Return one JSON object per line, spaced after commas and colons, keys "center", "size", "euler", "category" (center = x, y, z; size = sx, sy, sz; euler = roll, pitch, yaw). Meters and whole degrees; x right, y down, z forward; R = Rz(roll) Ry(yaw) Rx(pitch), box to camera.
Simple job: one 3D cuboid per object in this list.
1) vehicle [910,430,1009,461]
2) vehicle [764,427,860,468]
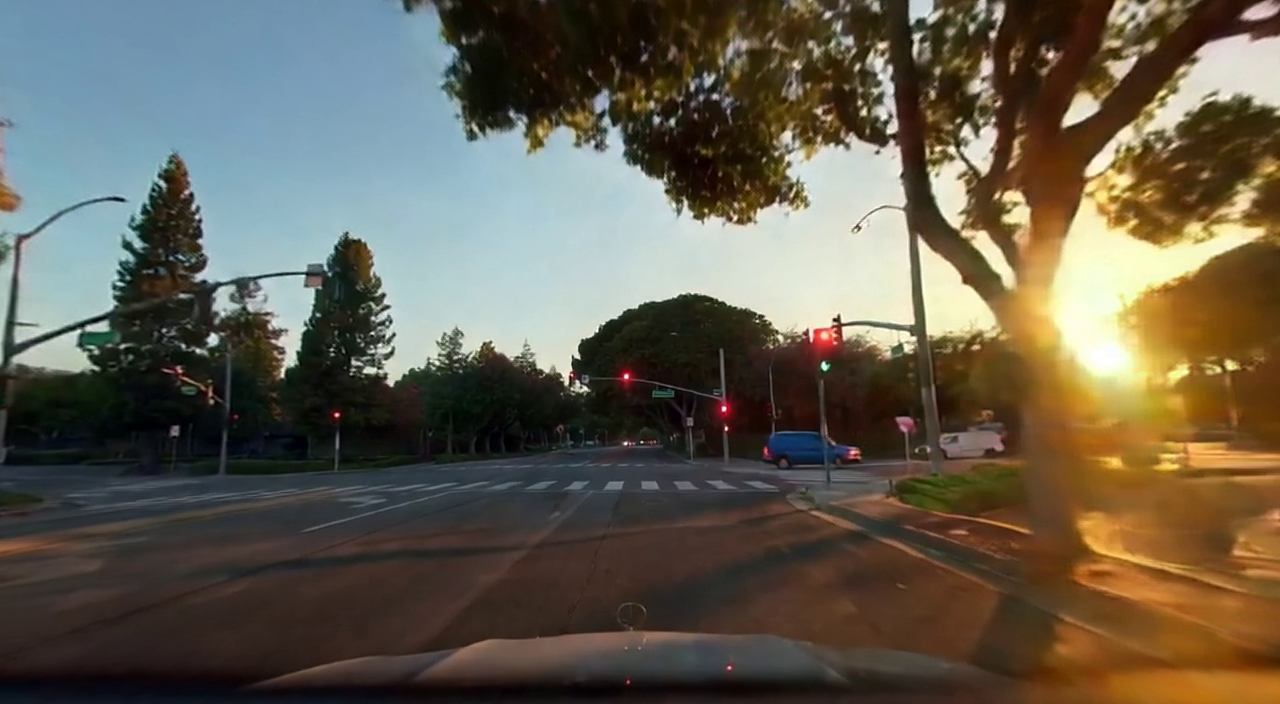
{"center": [19.046, 5.589, 37.707], "size": [4.790, 1.798, 1.909], "euler": [0, -8, 1], "category": "vehicle"}
{"center": [8.752, 4.854, 32.181], "size": [4.536, 1.965, 1.780], "euler": [-3, -9, 17], "category": "vehicle"}
